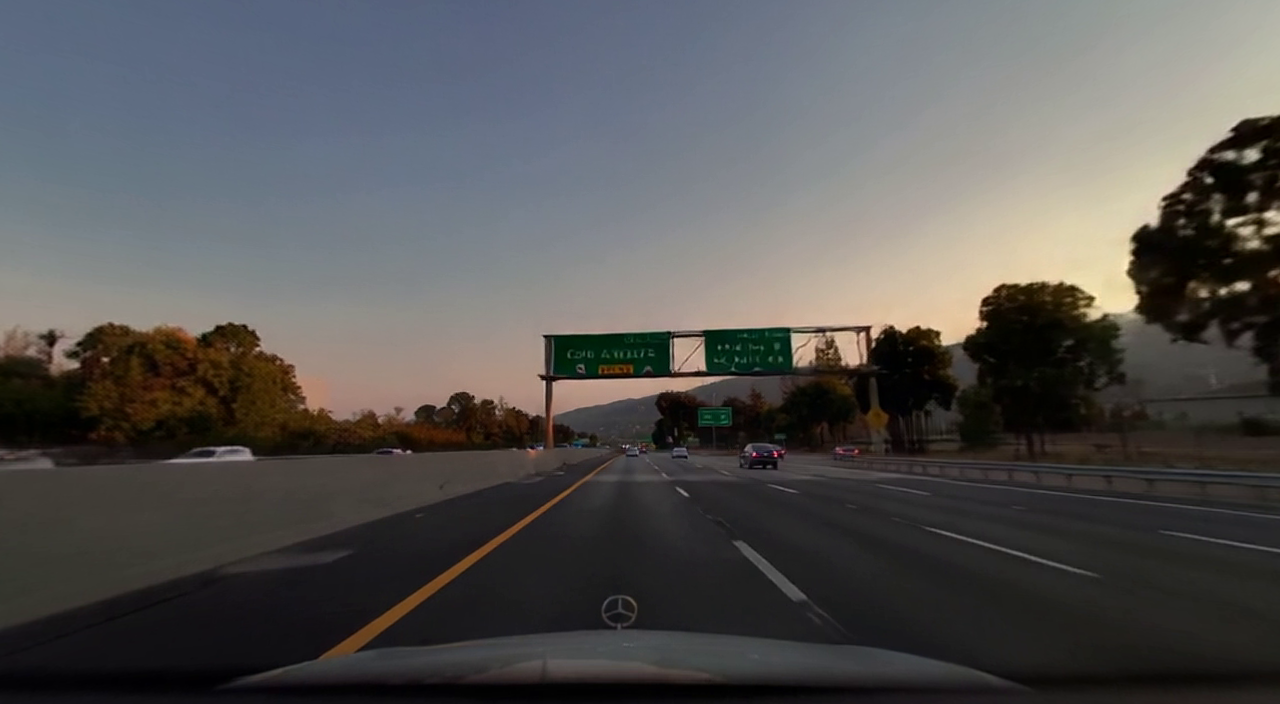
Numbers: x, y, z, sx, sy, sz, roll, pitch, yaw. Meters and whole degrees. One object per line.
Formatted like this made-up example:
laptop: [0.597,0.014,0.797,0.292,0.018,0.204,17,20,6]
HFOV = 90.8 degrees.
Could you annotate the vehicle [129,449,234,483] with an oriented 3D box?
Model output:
vehicle: [-22.580,5.608,31.363,1.855,1.501,4.438,0,-9,0]

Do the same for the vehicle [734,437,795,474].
vehicle: [6.115,5.139,31.505,2.030,1.706,4.279,0,-9,-1]
